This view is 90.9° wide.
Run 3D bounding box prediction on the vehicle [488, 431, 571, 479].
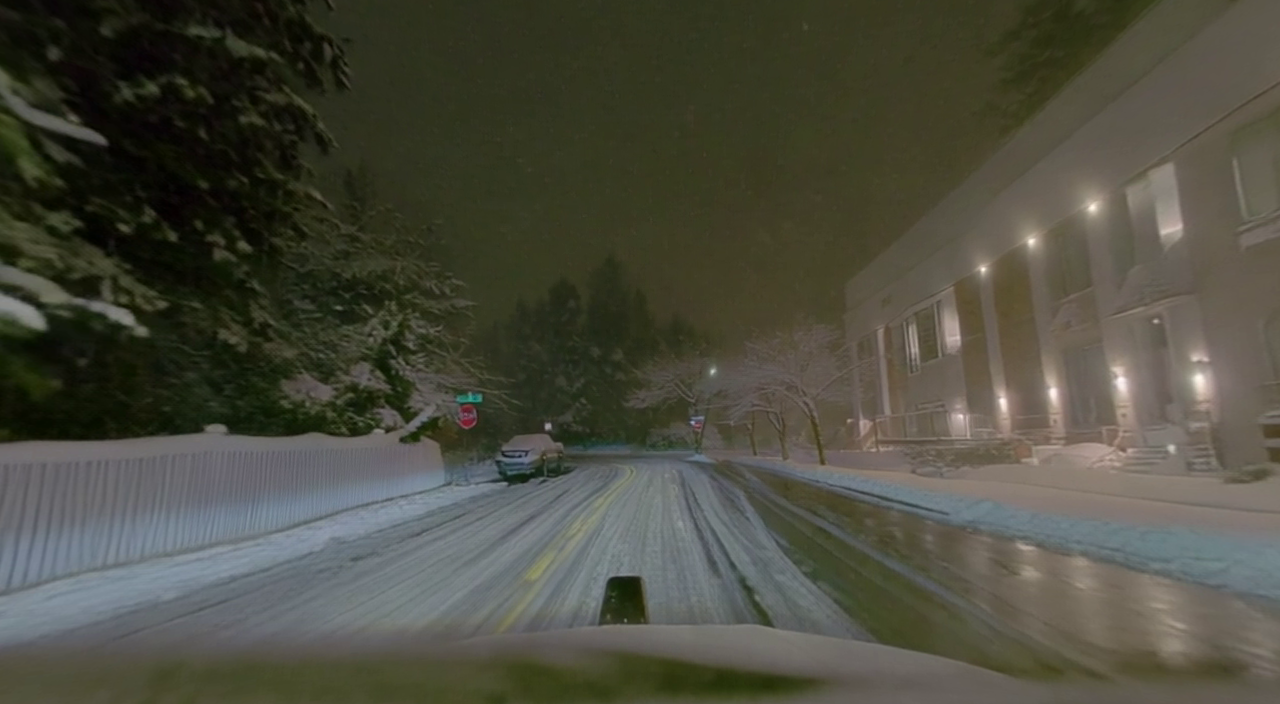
[{"bbox_3d":[-4.832,4.608,28.730,2.308,1.899,6.107,-1,-8,4],"label":"vehicle"}]
